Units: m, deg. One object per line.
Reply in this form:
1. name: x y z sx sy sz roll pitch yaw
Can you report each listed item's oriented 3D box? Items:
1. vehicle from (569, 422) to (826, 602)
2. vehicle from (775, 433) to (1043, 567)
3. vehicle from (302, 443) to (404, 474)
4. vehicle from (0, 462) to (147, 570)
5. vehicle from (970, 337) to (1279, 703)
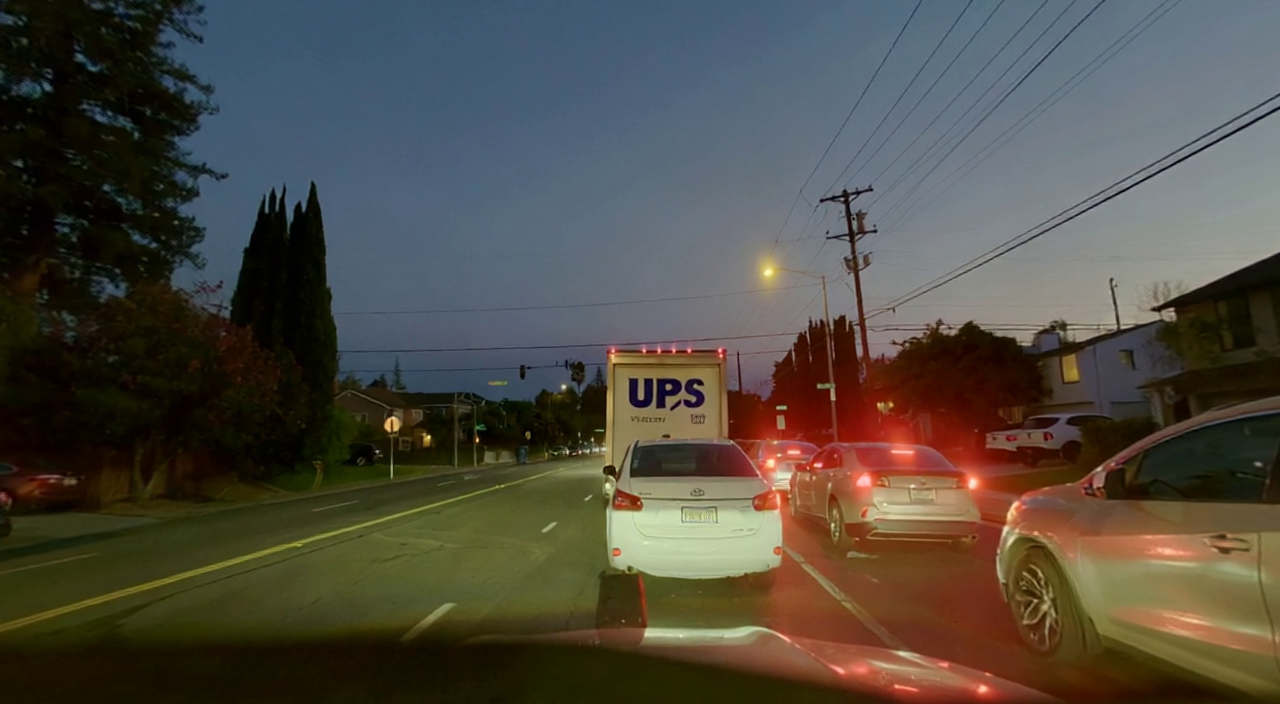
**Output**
1. vehicle: 0.481 1.679 7.543 2.158 1.499 4.377 0 -8 0
2. vehicle: 3.509 2.001 9.343 1.993 1.479 4.487 0 -8 0
3. vehicle: -17.430 6.474 38.304 5.274 1.793 1.921 0 -8 3
4. vehicle: -10.351 2.485 9.477 1.925 1.482 4.753 0 -8 0
5. vehicle: 3.310 0.770 1.922 2.069 1.722 4.888 0 -8 2
